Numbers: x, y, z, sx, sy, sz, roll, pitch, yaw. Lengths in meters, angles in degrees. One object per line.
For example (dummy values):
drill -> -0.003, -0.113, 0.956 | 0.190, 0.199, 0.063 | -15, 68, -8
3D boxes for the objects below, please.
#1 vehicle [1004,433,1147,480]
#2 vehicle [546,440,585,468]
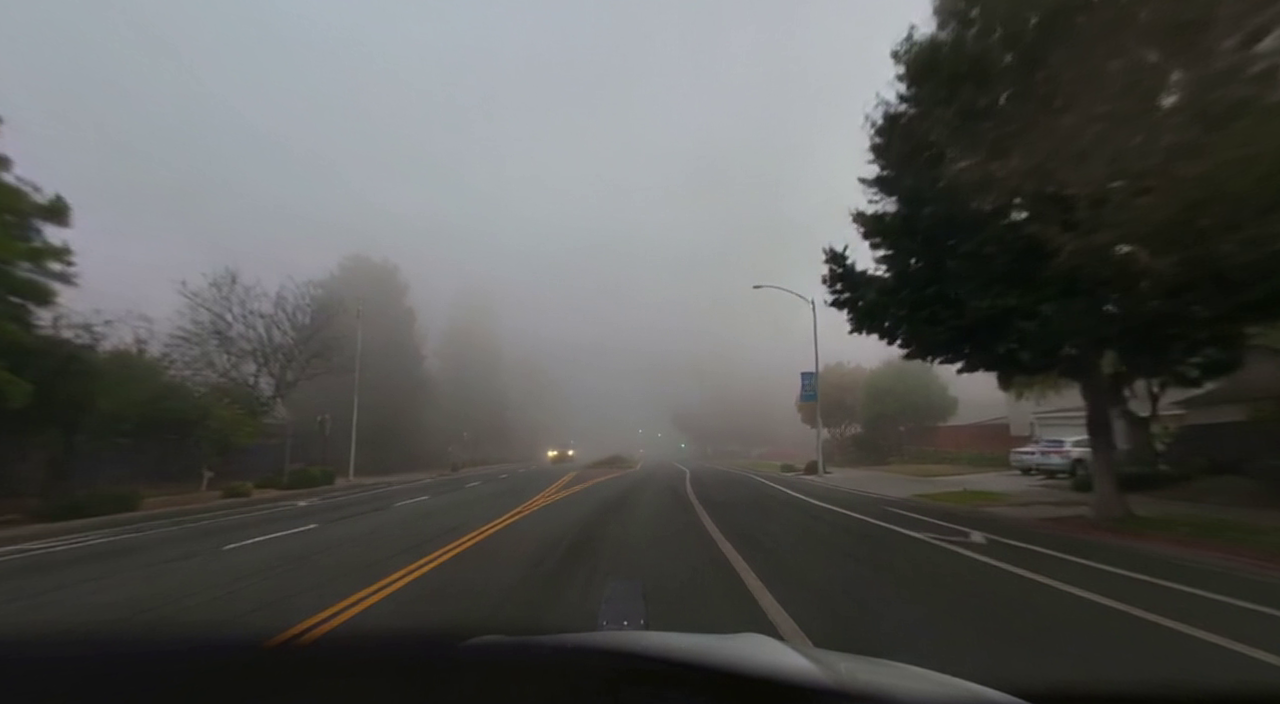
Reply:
vehicle -> 15.815, 3.821, 23.220 | 1.901, 1.547, 4.411 | 0, -9, -4
vehicle -> -5.054, 7.034, 43.584 | 2.128, 1.753, 4.516 | 0, -9, 0
